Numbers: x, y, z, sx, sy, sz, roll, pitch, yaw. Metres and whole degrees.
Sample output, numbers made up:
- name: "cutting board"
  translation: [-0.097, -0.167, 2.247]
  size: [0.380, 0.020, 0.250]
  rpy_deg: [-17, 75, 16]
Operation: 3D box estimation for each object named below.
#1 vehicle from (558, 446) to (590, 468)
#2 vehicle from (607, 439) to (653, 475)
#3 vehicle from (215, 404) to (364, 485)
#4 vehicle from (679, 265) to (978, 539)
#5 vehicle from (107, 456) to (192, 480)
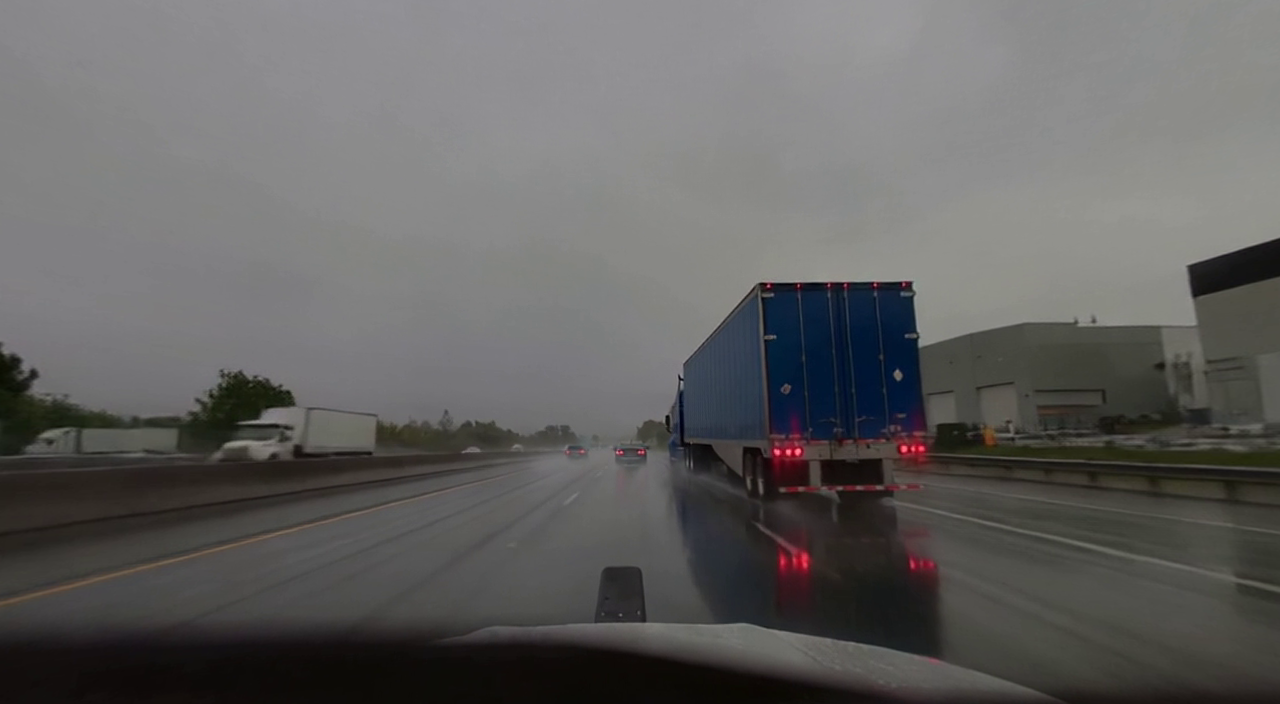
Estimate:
- name: "vehicle"
  translation: [-4.783, 7.688, 46.394]
  size: [1.995, 1.491, 4.317]
  rpy_deg: [0, -9, -1]
- name: "vehicle"
  translation: [-0.501, 5.351, 32.302]
  size: [2.191, 1.685, 4.015]
  rpy_deg: [0, -9, -1]
- name: "vehicle"
  translation: [-16.905, 4.605, 31.318]
  size: [2.825, 3.463, 7.924]
  rpy_deg: [0, -9, -1]
- name: "vehicle"
  translation: [3.266, 1.902, 17.444]
  size: [2.996, 4.123, 15.965]
  rpy_deg: [0, -9, -1]
- name: "vehicle"
  translation: [-32.606, 7.682, 42.140]
  size: [2.095, 1.431, 3.882]
  rpy_deg: [-2, -9, 14]
